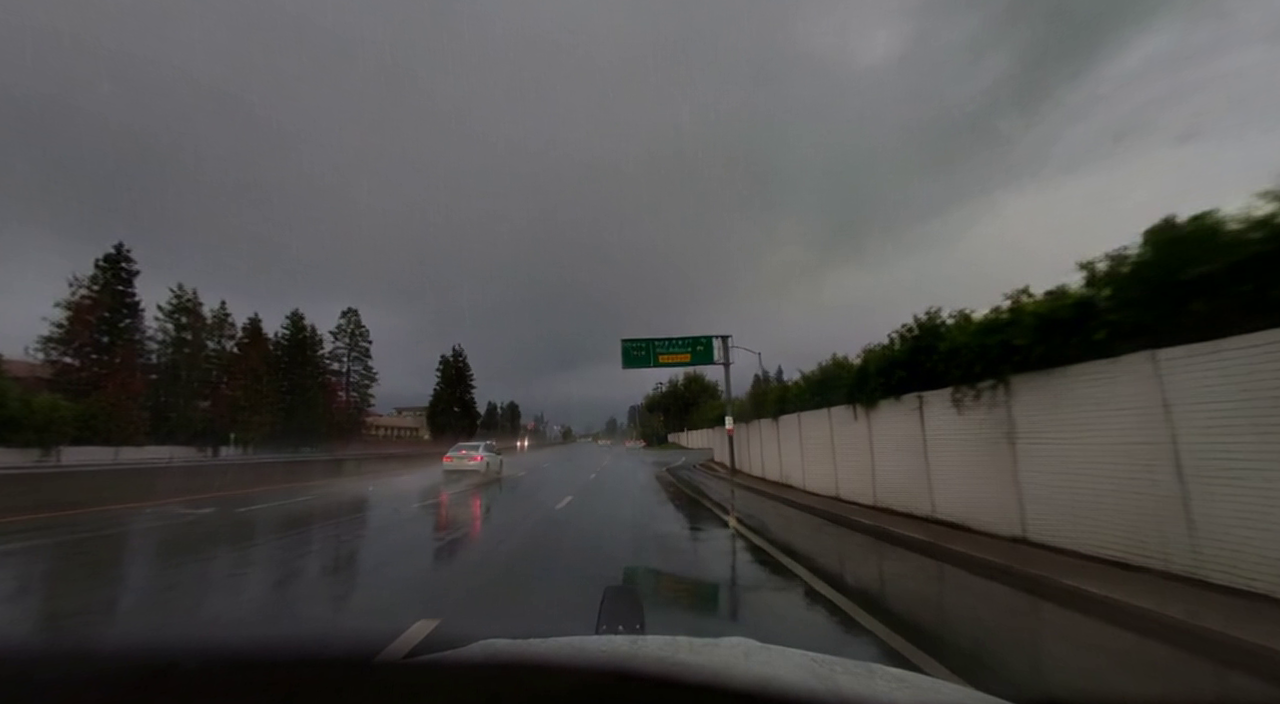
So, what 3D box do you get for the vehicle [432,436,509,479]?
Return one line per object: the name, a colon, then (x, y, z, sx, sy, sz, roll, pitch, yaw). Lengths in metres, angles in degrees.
vehicle: (-7.351, 4.638, 27.976, 2.115, 1.711, 4.722, 0, -9, 0)
